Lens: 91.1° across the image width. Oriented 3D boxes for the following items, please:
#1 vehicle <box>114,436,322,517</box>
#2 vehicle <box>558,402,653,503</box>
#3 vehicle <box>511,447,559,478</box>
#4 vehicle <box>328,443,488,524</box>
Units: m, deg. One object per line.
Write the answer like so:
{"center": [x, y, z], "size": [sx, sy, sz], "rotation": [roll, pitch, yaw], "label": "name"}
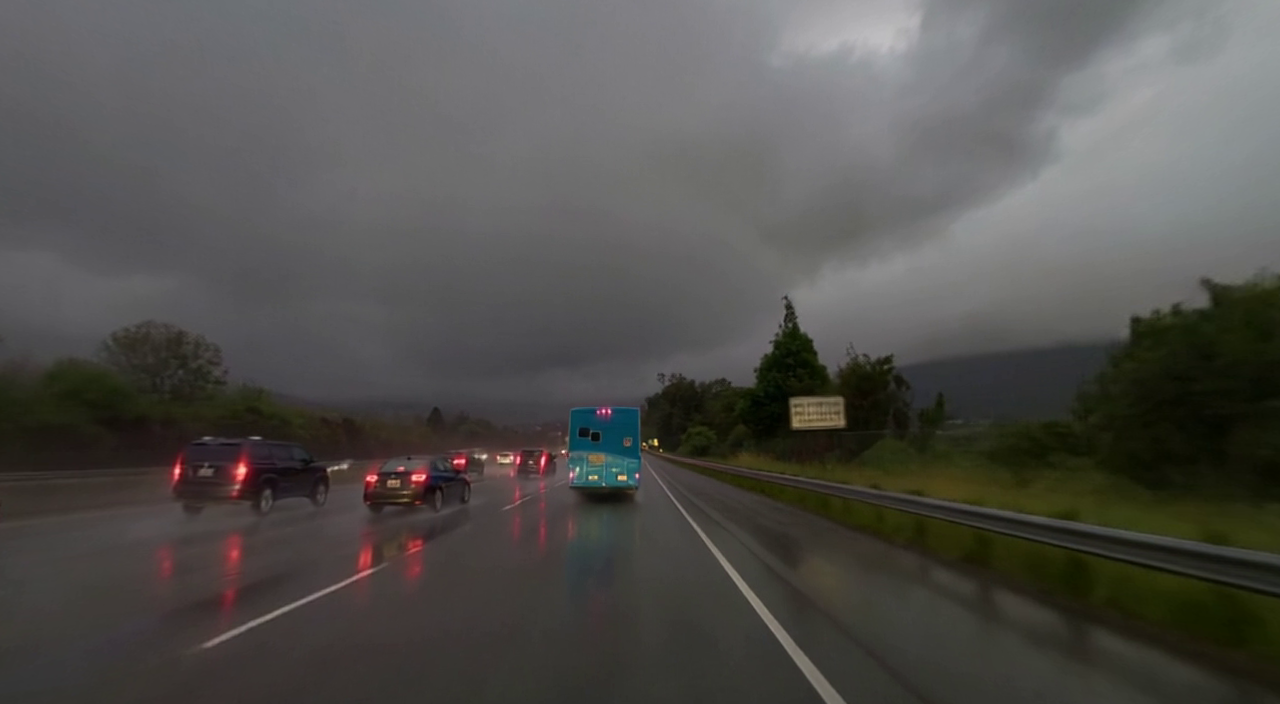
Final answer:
{"center": [-9.694, 2.863, 14.988], "size": [2.010, 1.621, 4.252], "rotation": [0, -9, -1], "label": "vehicle"}
{"center": [-0.916, 2.963, 18.743], "size": [2.394, 2.556, 5.232], "rotation": [0, -9, -1], "label": "vehicle"}
{"center": [-5.300, 5.580, 32.003], "size": [1.872, 1.480, 3.545], "rotation": [0, -9, -1], "label": "vehicle"}
{"center": [-4.717, 2.704, 13.499], "size": [1.876, 1.438, 4.072], "rotation": [0, -9, 0], "label": "vehicle"}
